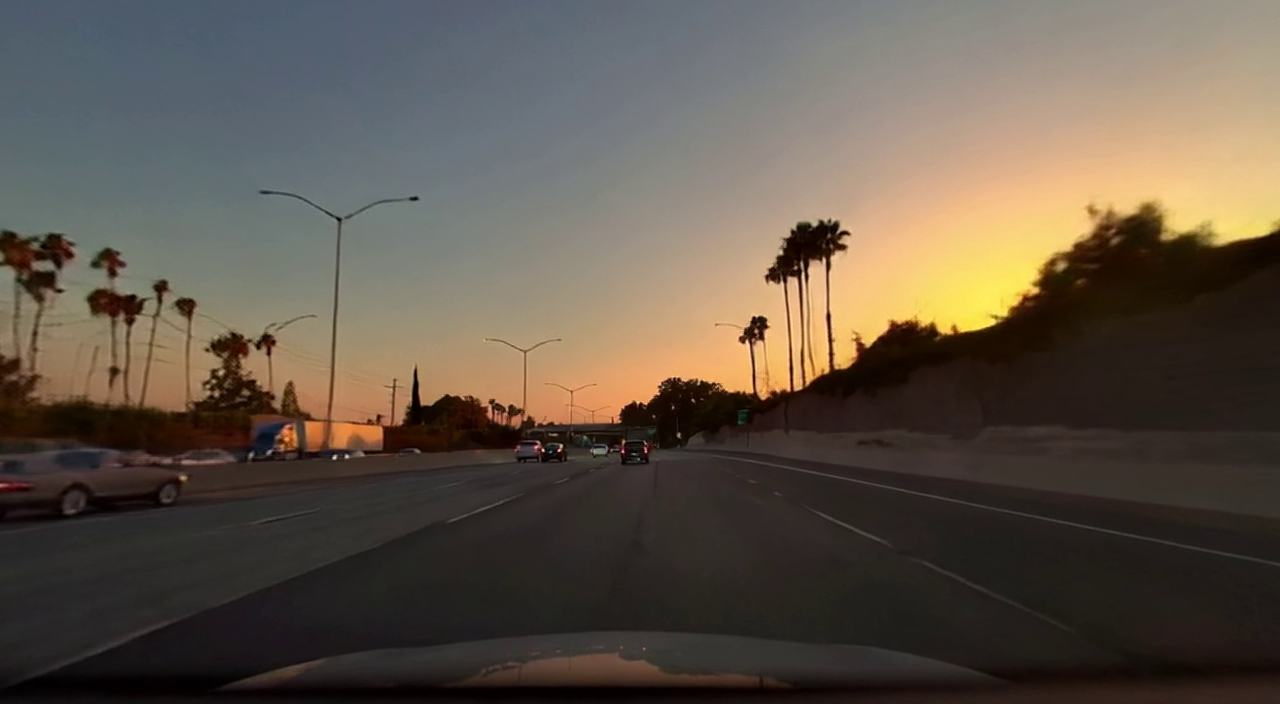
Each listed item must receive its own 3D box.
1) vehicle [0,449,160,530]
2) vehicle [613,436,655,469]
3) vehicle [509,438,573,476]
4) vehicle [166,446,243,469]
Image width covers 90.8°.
[{"bbox_3d":[-12.793,2.740,12.973,1.946,1.473,4.763,0,-9,3],"label":"vehicle"},{"bbox_3d":[-0.262,5.540,34.920,2.201,1.672,4.128,0,-9,2],"label":"vehicle"},{"bbox_3d":[-4.718,5.092,30.866,2.204,1.677,4.438,0,-9,3],"label":"vehicle"},{"bbox_3d":[-29.615,7.168,43.162,1.845,1.452,4.553,-1,-9,4],"label":"vehicle"}]
